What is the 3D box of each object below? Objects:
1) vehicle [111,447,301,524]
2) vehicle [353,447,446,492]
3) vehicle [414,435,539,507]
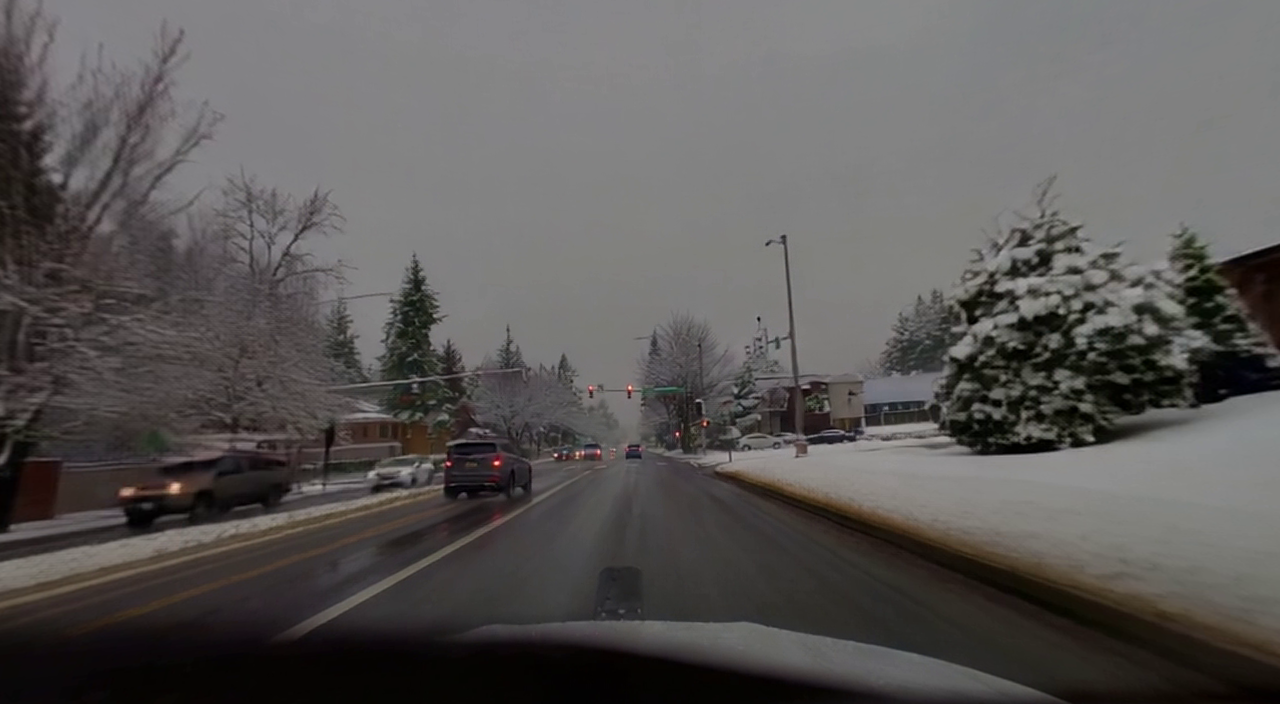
[{"bbox_3d":[-14.504,4.413,21.804,2.263,2.211,6.122,0,-8,-1],"label":"vehicle"},{"bbox_3d":[-10.895,5.393,29.127,2.149,1.802,5.007,-3,-10,2],"label":"vehicle"},{"bbox_3d":[-4.295,3.205,17.481,2.169,1.706,4.638,0,-9,1],"label":"vehicle"}]
